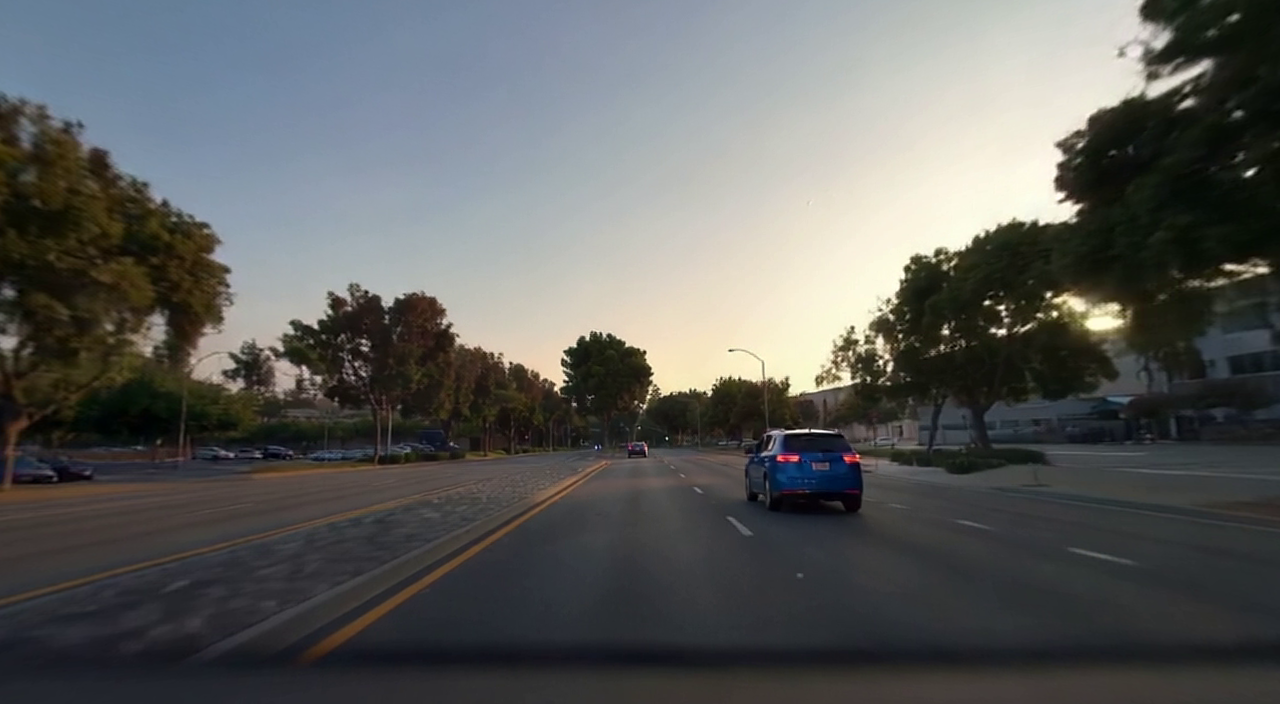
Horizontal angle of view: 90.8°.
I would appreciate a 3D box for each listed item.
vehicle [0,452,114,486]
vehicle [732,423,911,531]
[{"bbox_3d":[-36.423,7.286,39.549,4.983,1.727,2.059,-2,-7,-4],"label":"vehicle"},{"bbox_3d":[3.181,2.287,12.160,2.060,1.665,4.284,0,-8,-1],"label":"vehicle"}]
